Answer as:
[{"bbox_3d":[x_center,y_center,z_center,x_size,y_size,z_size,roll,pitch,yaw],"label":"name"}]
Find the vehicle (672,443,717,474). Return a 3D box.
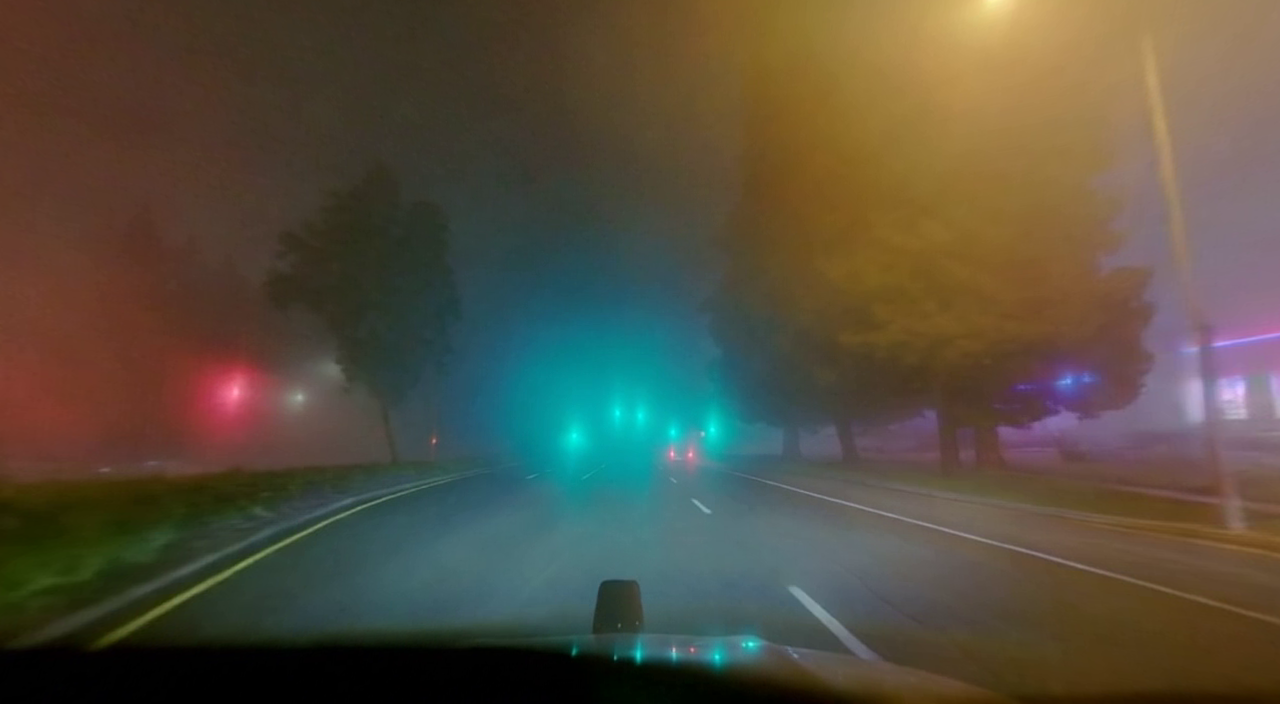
[{"bbox_3d":[2.910,5.749,34.372,1.961,1.580,4.020,0,-8,-2],"label":"vehicle"}]
